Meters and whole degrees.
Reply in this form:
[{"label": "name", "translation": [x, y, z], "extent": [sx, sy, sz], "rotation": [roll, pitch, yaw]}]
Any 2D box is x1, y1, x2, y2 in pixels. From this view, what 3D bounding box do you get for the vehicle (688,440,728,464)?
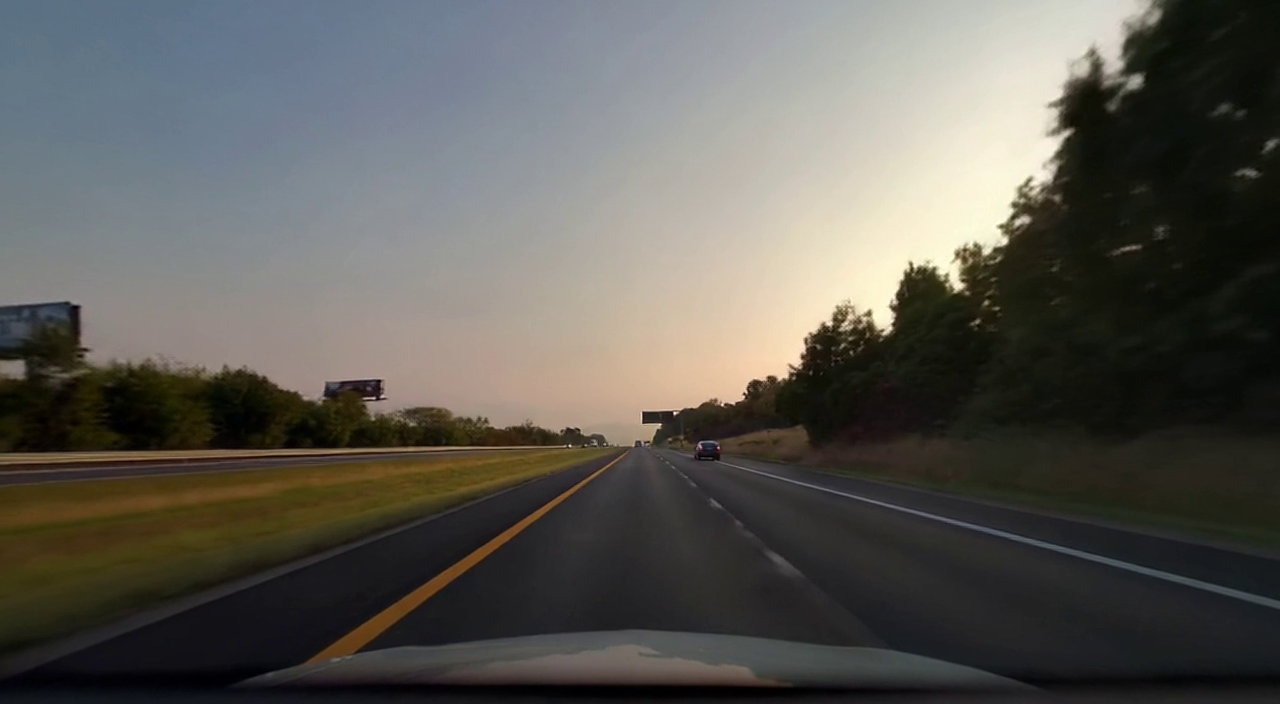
[{"label": "vehicle", "translation": [4.497, 6.720, 42.367], "extent": [2.012, 1.476, 4.256], "rotation": [0, -9, -2]}]
